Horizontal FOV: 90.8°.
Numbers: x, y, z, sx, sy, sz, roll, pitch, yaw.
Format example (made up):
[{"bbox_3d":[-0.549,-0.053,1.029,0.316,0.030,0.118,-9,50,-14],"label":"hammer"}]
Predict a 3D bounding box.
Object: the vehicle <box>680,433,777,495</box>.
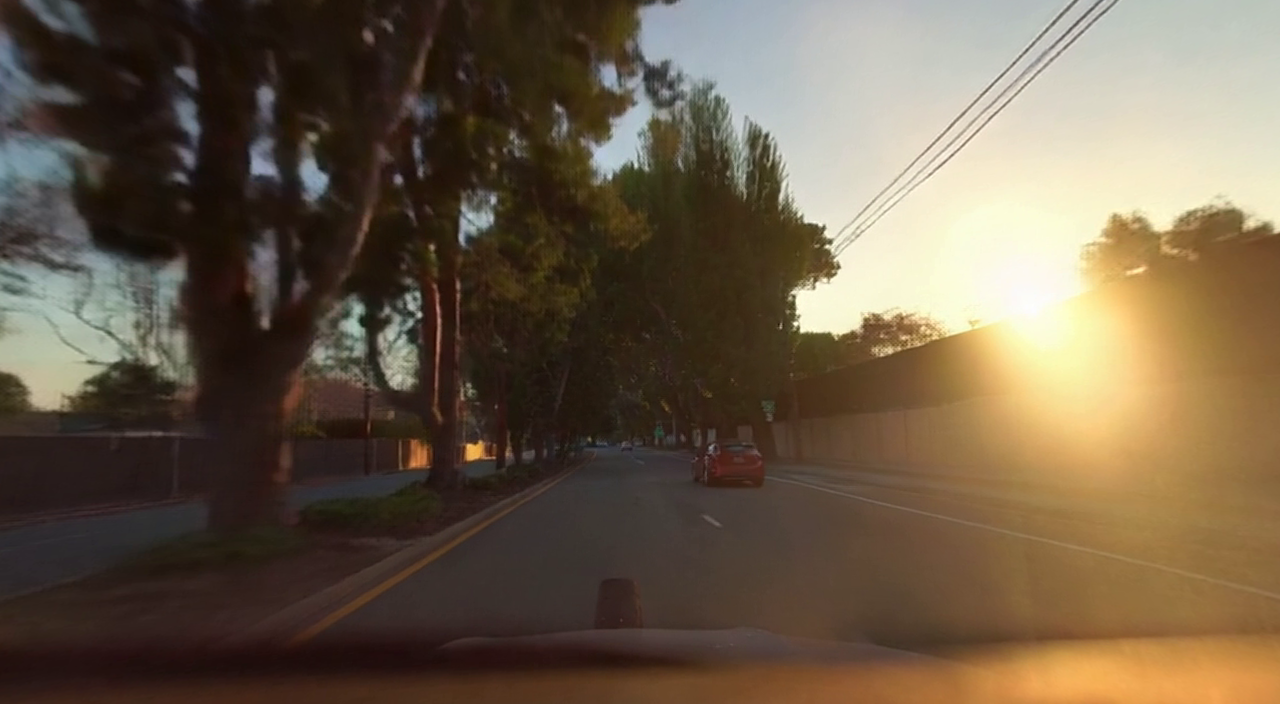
[{"bbox_3d":[2.358,3.142,18.041,1.985,1.529,4.316,0,-9,-3],"label":"vehicle"}]
